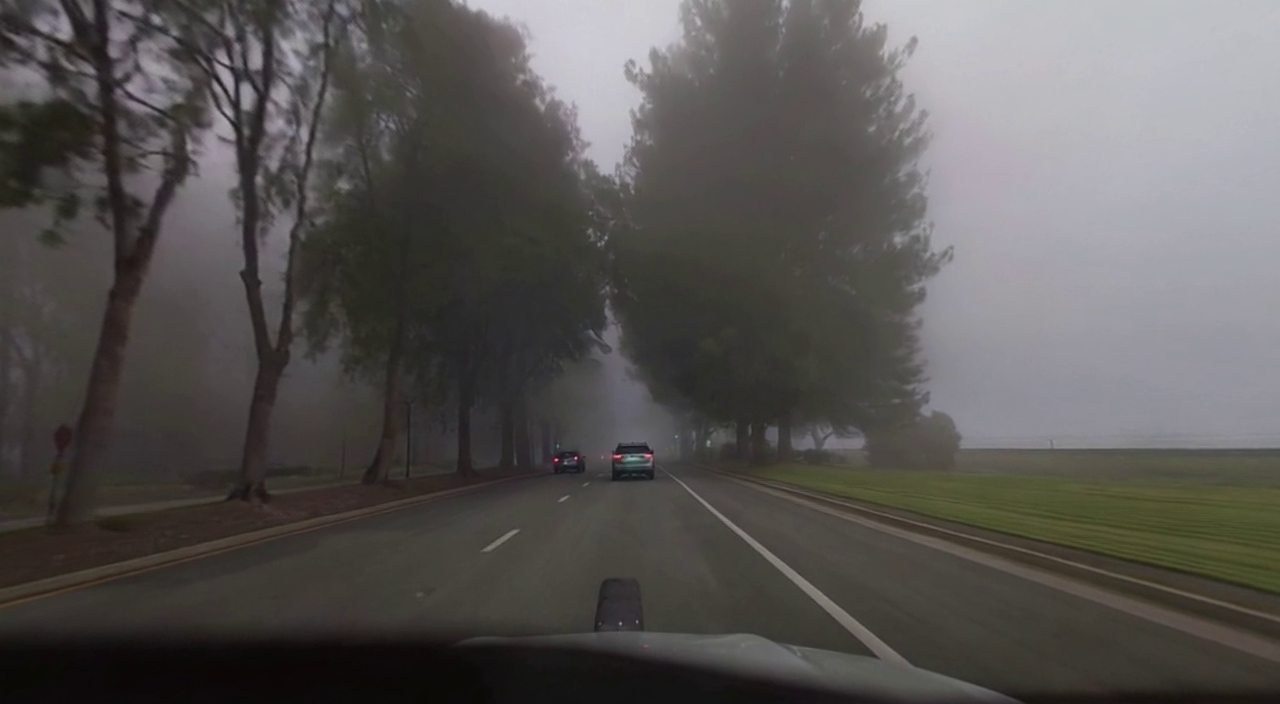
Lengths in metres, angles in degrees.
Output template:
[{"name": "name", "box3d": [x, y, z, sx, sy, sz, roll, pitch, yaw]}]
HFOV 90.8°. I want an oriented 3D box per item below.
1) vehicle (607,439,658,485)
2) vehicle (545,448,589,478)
[{"name": "vehicle", "box3d": [-0.313, 4.663, 27.080, 2.018, 1.769, 3.897, 0, -8, -1]}, {"name": "vehicle", "box3d": [-4.011, 6.176, 35.465, 1.936, 1.538, 4.016, 0, -8, 1]}]
